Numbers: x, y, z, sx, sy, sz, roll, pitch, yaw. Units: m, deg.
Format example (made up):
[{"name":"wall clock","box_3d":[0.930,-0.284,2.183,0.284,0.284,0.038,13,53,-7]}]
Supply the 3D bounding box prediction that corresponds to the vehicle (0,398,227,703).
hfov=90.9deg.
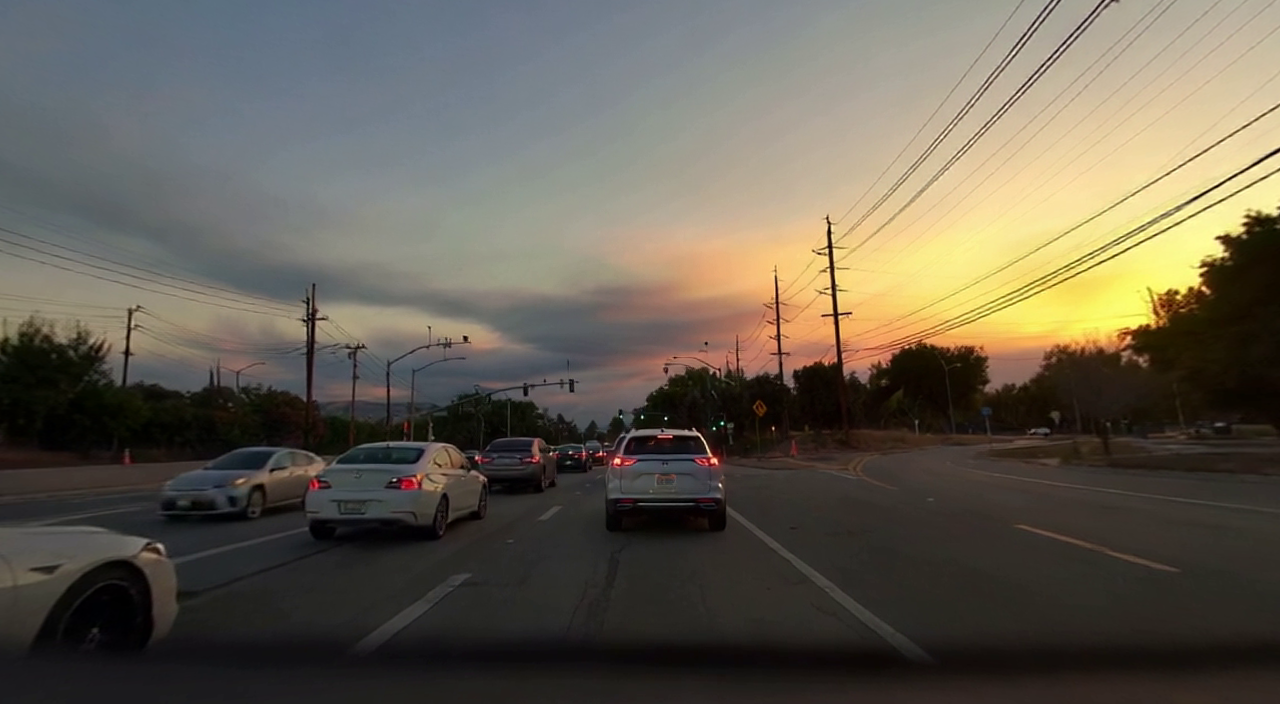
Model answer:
[{"name":"vehicle","box_3d":[-3.782,0.803,1.704,2.051,1.488,4.806,0,-9,0]}]

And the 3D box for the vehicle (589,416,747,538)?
[{"name":"vehicle","box_3d":[0.431,2.050,10.860,2.205,1.691,3.937,0,-9,1]}]

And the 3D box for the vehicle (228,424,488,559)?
[{"name":"vehicle","box_3d":[-3.813,1.943,9.479,1.999,1.563,4.007,0,-9,1]}]

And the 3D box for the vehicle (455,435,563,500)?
[{"name":"vehicle","box_3d":[-3.600,3.266,18.231,2.018,1.621,4.441,-1,-9,2]}]
